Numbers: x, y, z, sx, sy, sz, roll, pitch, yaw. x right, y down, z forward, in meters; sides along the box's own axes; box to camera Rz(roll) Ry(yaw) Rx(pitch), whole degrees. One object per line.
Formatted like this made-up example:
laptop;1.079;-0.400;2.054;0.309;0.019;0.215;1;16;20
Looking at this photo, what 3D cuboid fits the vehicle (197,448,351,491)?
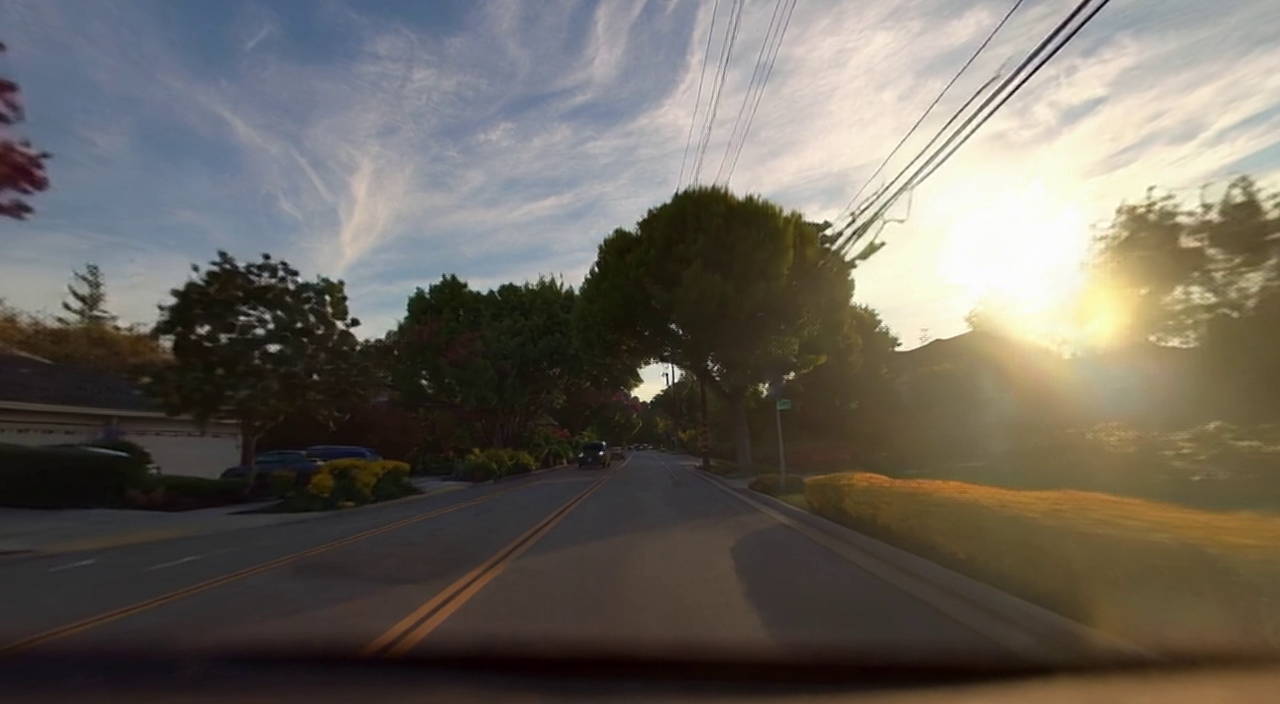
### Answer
vehicle;-14.050;4.528;24.522;4.554;1.535;2.261;0;-9;-3
